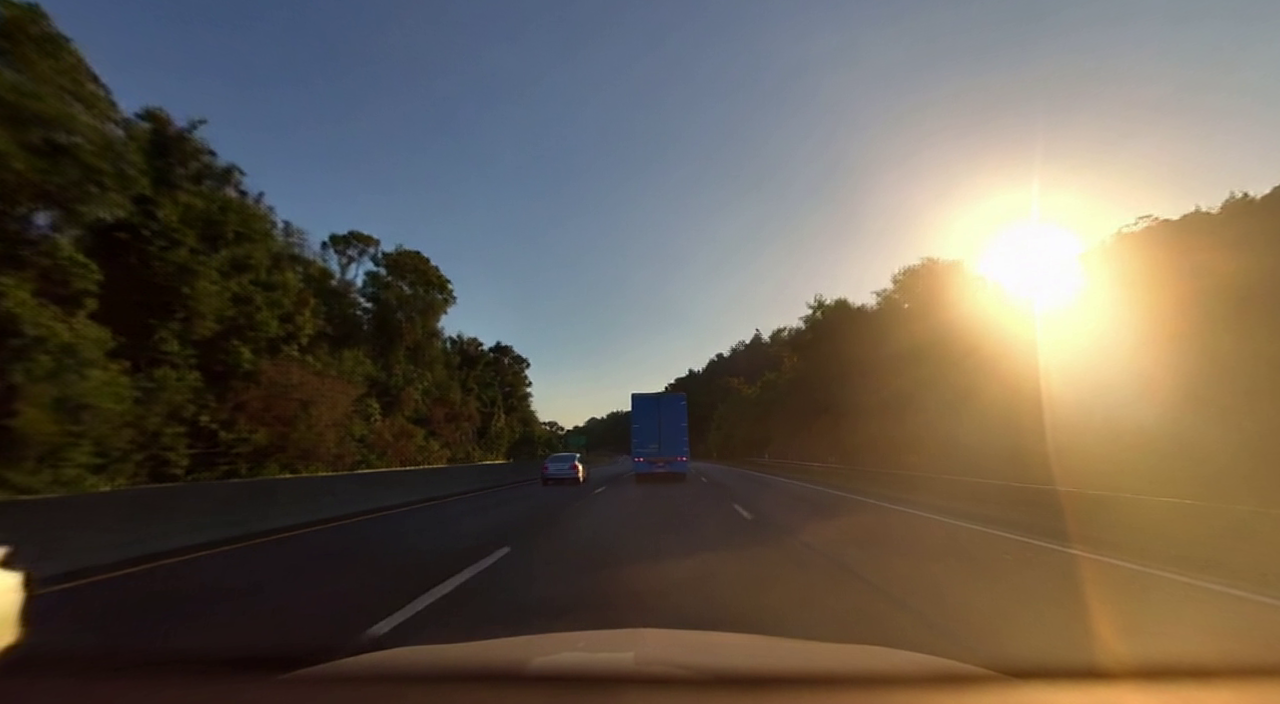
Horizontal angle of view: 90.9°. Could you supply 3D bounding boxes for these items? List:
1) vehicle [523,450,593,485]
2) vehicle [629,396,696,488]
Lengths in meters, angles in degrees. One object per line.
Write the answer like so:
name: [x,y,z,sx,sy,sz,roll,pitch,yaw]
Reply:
vehicle: [-3.432,4.947,27.341,2.133,1.358,4.870,0,-9,3]
vehicle: [1.185,4.491,31.289,2.821,3.878,8.925,0,-9,3]
